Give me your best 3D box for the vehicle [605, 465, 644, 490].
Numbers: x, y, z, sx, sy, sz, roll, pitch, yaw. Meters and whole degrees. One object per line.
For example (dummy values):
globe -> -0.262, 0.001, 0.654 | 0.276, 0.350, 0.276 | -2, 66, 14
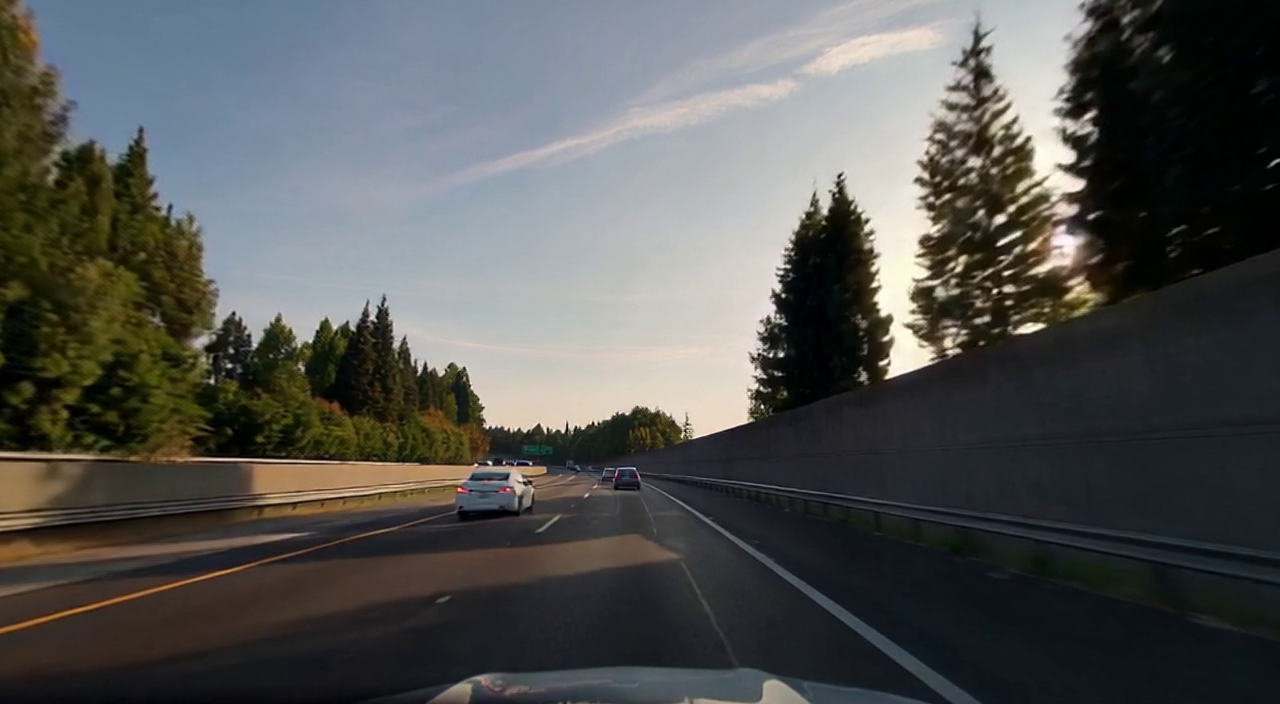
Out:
vehicle -> -0.945, 8.114, 40.846 | 2.363, 1.526, 4.687 | 1, -11, 0

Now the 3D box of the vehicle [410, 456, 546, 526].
vehicle -> -3.985, 3.572, 16.542 | 2.310, 1.521, 4.731 | 1, -11, 0
